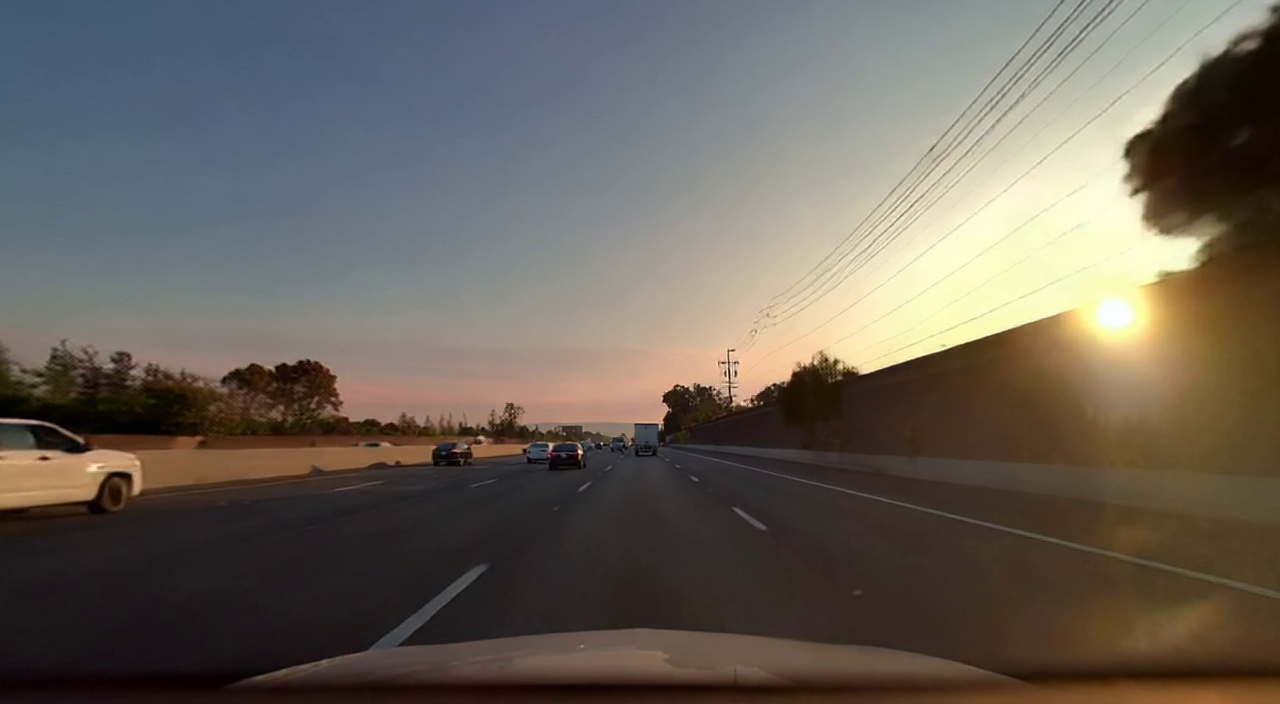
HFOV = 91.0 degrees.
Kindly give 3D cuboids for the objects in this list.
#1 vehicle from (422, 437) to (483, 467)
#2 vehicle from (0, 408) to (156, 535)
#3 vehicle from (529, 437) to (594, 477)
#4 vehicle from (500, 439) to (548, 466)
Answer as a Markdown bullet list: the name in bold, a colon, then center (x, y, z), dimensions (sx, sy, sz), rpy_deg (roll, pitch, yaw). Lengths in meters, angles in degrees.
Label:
- **vehicle**: center (-10.842, 5.823, 36.790), dimensions (2.058, 1.621, 4.739), rpy_deg (0, -9, 1)
- **vehicle**: center (-10.603, 1.759, 9.247), dimensions (2.310, 1.853, 5.817), rpy_deg (0, -9, 1)
- **vehicle**: center (-3.189, 4.429, 26.719), dimensions (2.045, 1.532, 4.954), rpy_deg (0, -9, 1)
- **vehicle**: center (-6.856, 5.999, 37.705), dimensions (1.946, 1.514, 4.687), rpy_deg (0, -9, 1)
